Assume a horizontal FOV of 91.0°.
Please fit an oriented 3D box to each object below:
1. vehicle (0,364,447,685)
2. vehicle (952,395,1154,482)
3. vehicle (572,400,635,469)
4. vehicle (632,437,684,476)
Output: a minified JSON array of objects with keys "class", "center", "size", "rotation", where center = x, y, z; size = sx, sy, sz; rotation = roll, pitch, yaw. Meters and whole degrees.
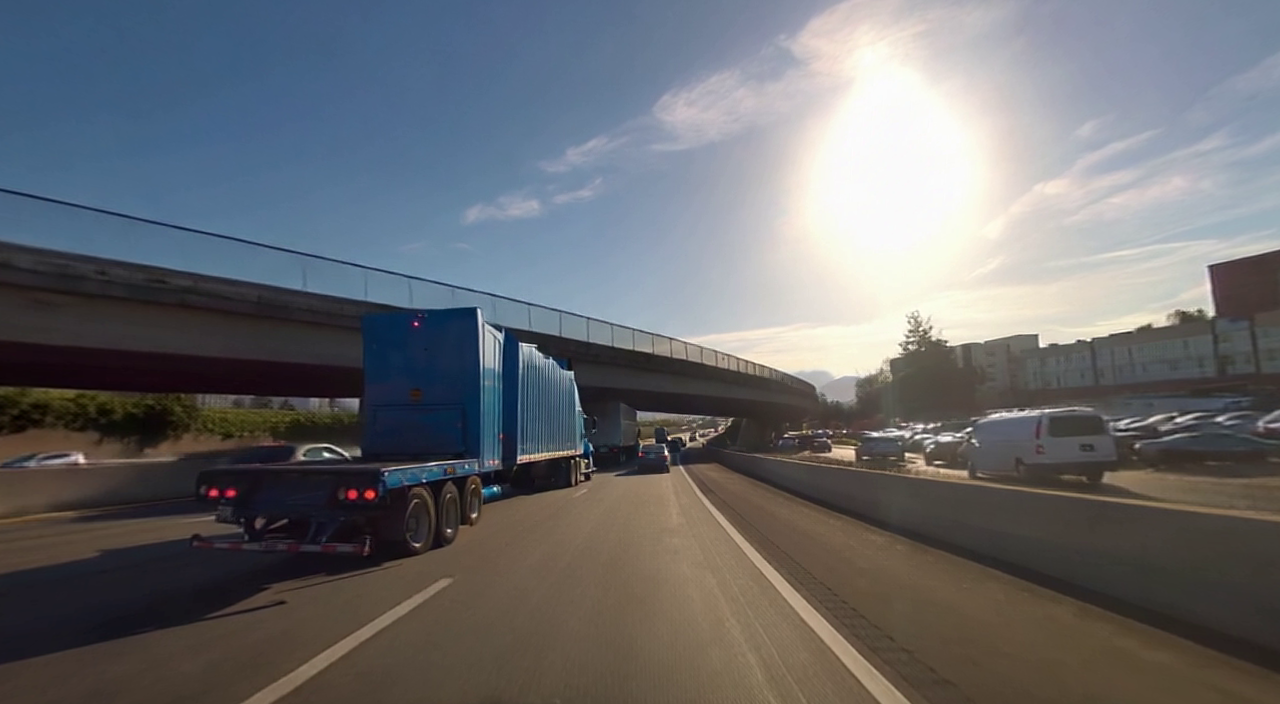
[{"class":"vehicle","center":[-3.655,1.193,5.327],"size":[2.896,1.779,3.441],"rotation":[0,-8,0]},{"class":"vehicle","center":[14.199,3.138,22.557],"size":[2.679,2.597,7.126],"rotation":[-1,-8,3]},{"class":"vehicle","center":[-2.114,5.412,40.788],"size":[3.073,3.894,9.782],"rotation":[-1,-9,3]},{"class":"vehicle","center":[0.837,4.718,28.670],"size":[2.178,1.640,4.071],"rotation":[-1,-9,3]}]
